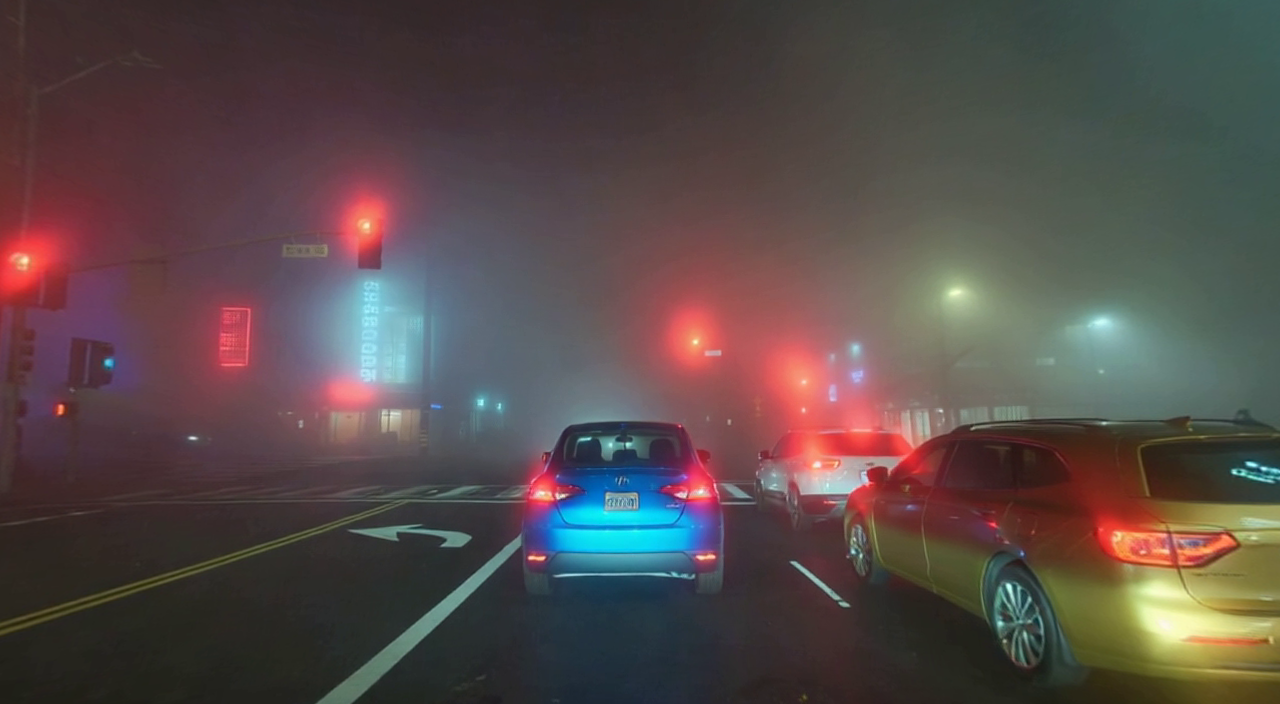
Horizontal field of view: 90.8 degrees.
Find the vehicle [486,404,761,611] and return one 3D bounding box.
[{"bbox_3d":[-0.130,1.555,7.316,2.123,1.589,4.702,0,-8,0],"label":"vehicle"}]

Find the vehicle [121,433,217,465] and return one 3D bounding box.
[{"bbox_3d":[-25.331,5.215,33.982,4.253,1.570,2.132,-4,-9,22],"label":"vehicle"}]

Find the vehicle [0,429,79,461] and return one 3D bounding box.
[{"bbox_3d":[-33.315,5.127,34.761,4.164,1.652,2.087,-4,-9,26],"label":"vehicle"}]

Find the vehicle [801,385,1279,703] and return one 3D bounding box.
[{"bbox_3d":[3.038,1.320,5.524,1.983,1.654,4.354,0,-8,-2],"label":"vehicle"}]
